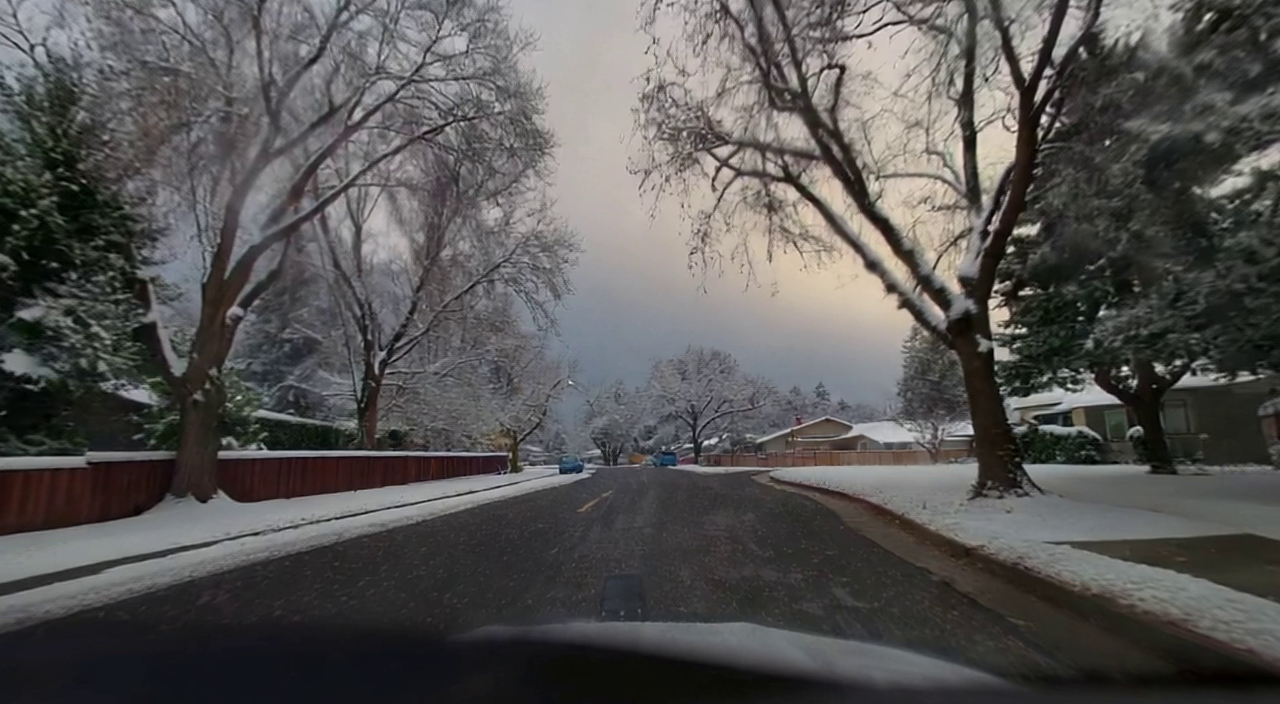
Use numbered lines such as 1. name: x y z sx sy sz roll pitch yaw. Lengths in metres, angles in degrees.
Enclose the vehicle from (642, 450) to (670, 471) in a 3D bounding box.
1. vehicle: 1.220 8.315 48.640 2.064 1.477 3.968 0 -9 1
